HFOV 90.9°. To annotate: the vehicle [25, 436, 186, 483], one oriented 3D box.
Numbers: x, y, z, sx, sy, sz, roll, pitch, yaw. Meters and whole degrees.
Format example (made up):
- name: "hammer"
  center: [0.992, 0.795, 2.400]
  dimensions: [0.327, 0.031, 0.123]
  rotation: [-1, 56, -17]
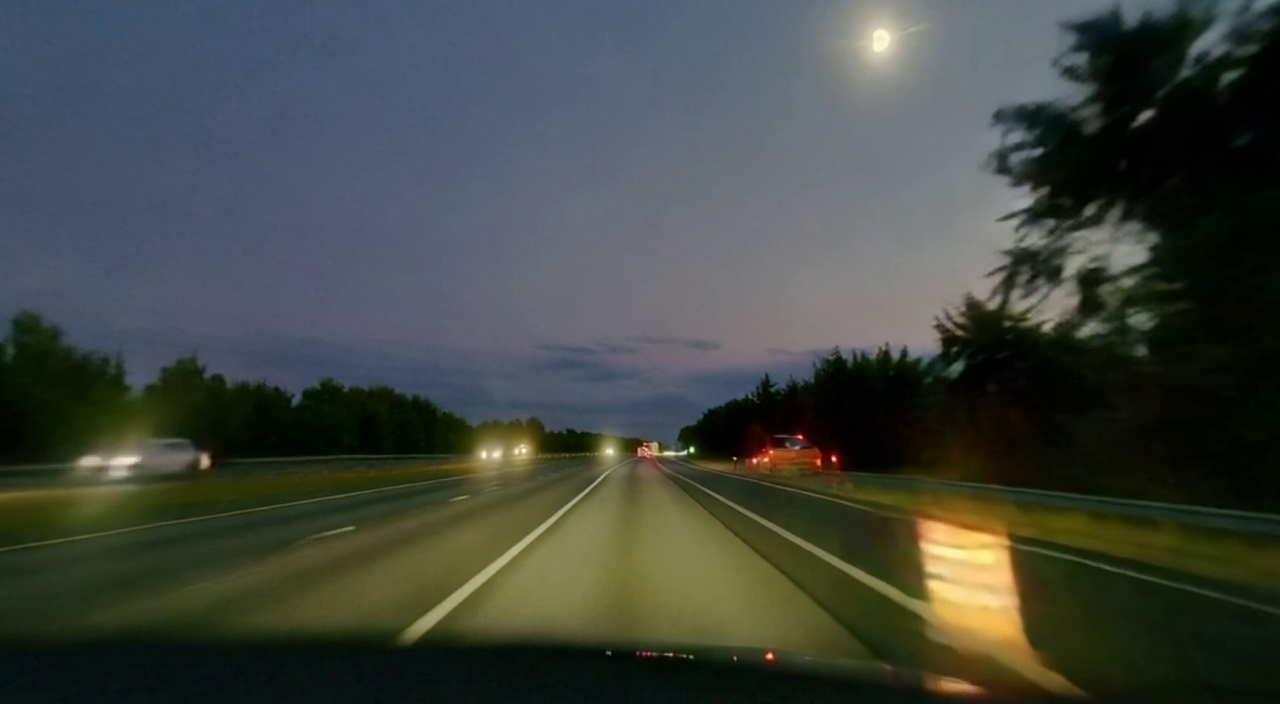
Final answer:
- name: "vehicle"
  center: [-20.345, 4.114, 24.352]
  dimensions: [1.961, 1.603, 4.774]
  rotation: [0, -9, 1]
